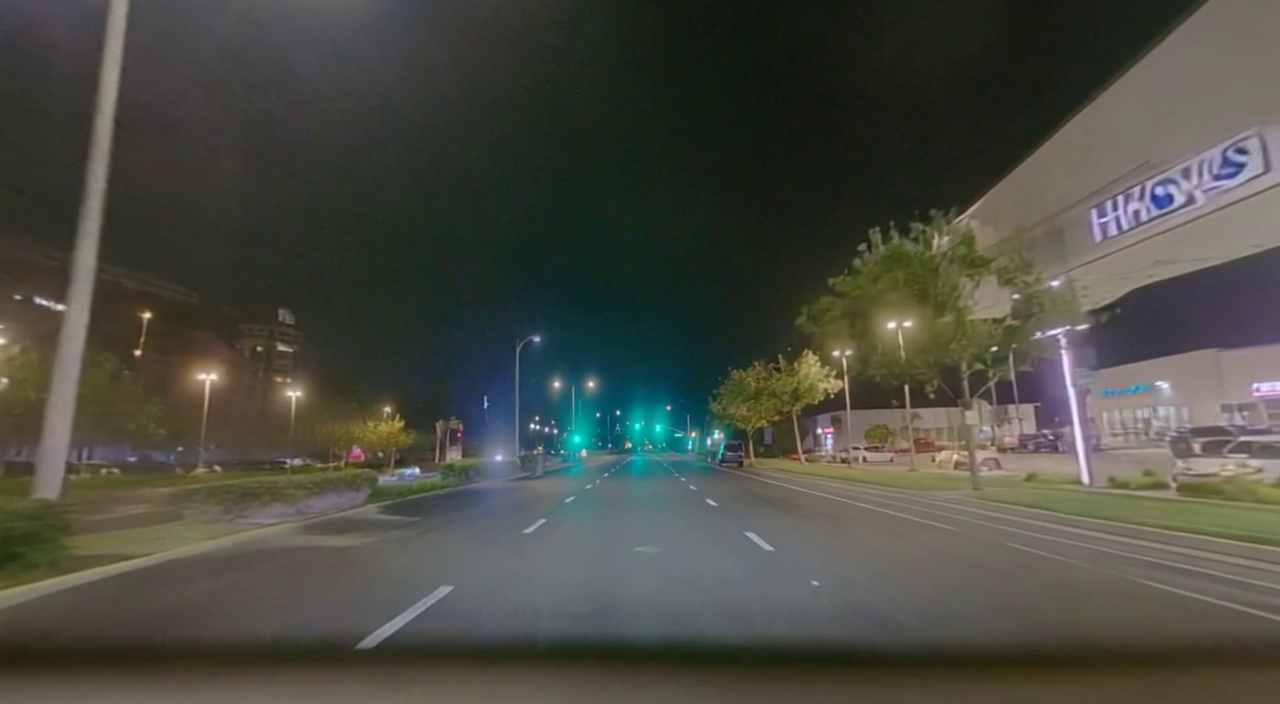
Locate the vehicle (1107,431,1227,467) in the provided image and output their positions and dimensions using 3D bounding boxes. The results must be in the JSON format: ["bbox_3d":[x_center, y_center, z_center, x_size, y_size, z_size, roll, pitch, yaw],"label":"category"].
[{"bbox_3d":[25.717,4.777,30.893,1.908,1.617,4.452,0,-9,-2],"label":"vehicle"}]

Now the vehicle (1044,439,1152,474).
[{"bbox_3d":[22.846,5.180,31.566,2.025,1.586,4.486,-1,-8,0],"label":"vehicle"}]

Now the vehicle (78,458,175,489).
[{"bbox_3d":[-31.144,7.362,38.240,4.351,1.547,1.998,3,-11,-34],"label":"vehicle"}]

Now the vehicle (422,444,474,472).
[{"bbox_3d":[-13.383,7.401,44.096,2.398,1.807,4.507,0,-9,-3],"label":"vehicle"}]

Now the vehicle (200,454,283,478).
[{"bbox_3d":[-29.500,8.405,46.690,5.026,1.615,1.939,5,-10,-30],"label":"vehicle"}]

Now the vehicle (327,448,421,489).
[{"bbox_3d":[-12.267,5.367,29.421,2.082,1.712,5.122,0,-9,1],"label":"vehicle"}]

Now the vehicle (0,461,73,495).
[{"bbox_3d":[-31.290,6.281,31.198,4.360,1.536,1.990,7,-11,-39],"label":"vehicle"}]

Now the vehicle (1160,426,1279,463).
[{"bbox_3d":[28.296,4.494,30.478,1.898,1.609,4.864,0,-9,0],"label":"vehicle"}]

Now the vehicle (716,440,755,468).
[{"bbox_3d":[6.811,7.311,45.136,2.017,1.839,4.351,0,-9,-1],"label":"vehicle"}]
